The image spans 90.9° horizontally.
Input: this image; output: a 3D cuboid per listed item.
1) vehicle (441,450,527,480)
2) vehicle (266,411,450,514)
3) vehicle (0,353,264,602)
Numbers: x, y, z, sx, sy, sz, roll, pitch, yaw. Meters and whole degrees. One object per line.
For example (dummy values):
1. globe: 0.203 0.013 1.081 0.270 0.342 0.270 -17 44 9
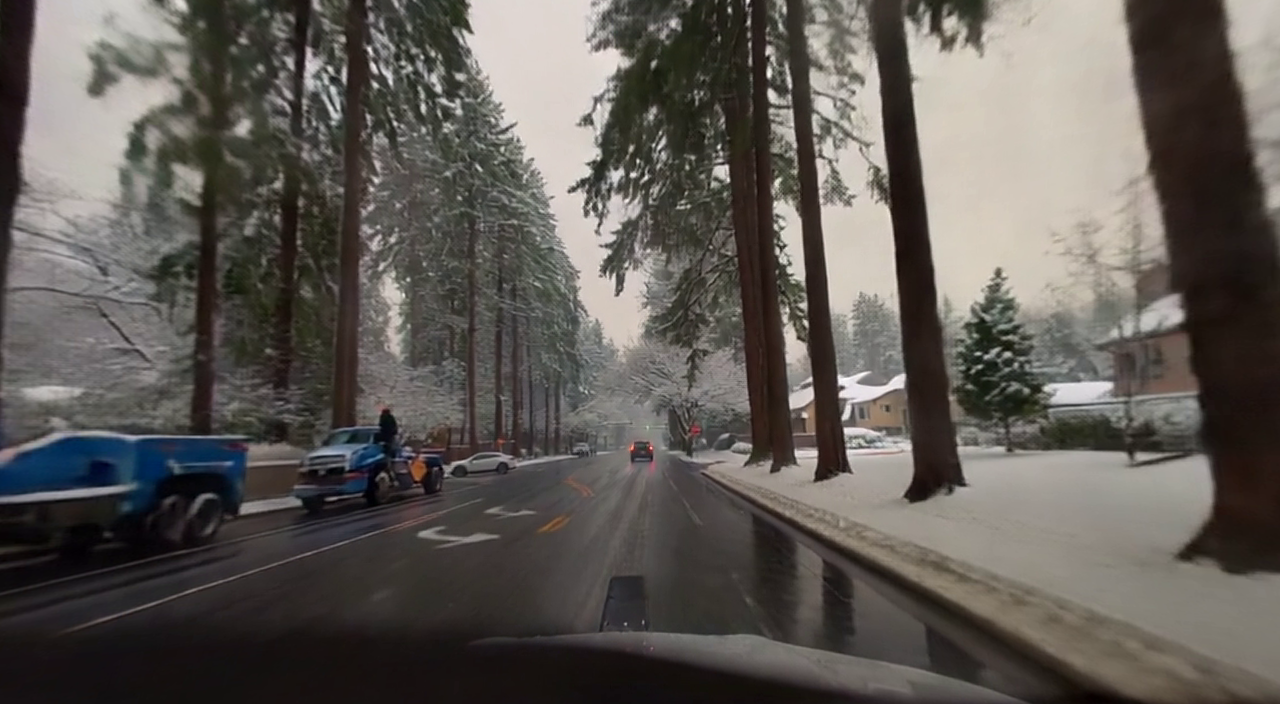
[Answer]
1. vehicle: -9.176 6.682 37.453 4.594 1.696 1.971 0 -8 -1
2. vehicle: -9.216 3.719 21.780 2.816 2.723 7.506 -5 -9 1
3. vehicle: -9.476 1.632 8.332 2.970 3.068 9.784 0 -8 0
